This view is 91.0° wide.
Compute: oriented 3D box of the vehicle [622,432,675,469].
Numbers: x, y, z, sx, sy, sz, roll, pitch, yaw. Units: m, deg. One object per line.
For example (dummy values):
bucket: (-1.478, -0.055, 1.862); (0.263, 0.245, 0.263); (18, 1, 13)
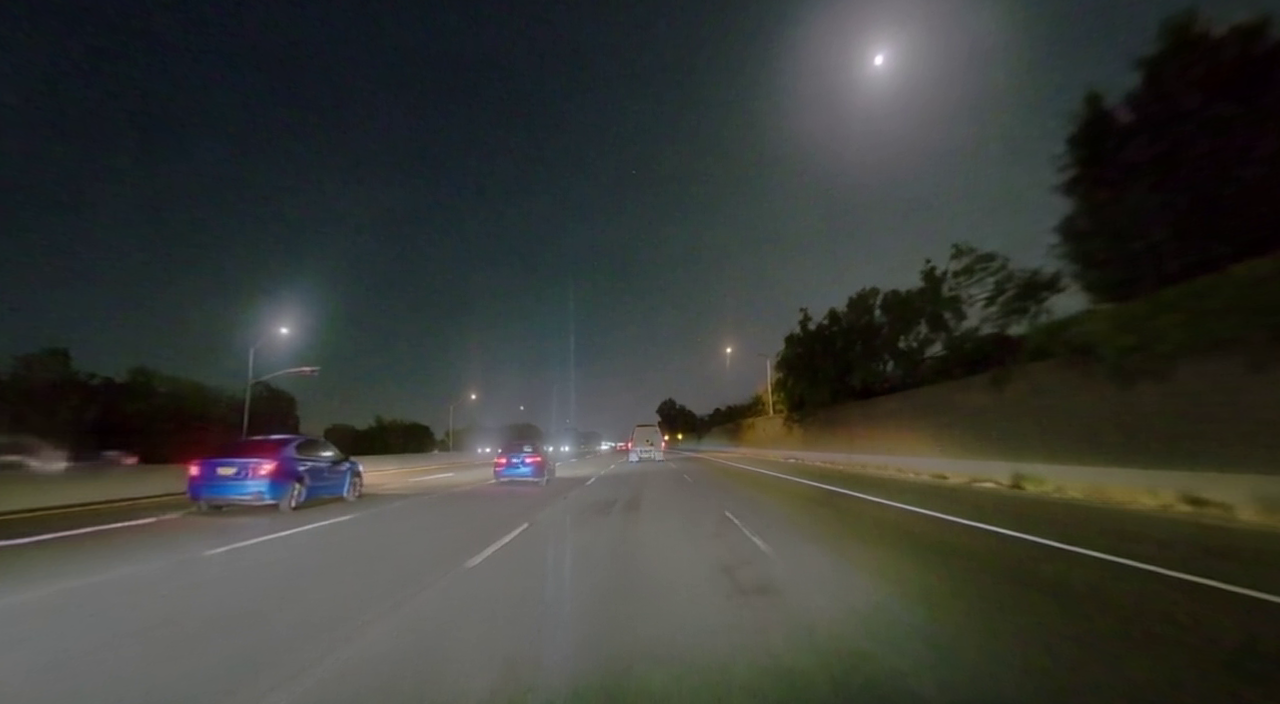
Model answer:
vehicle: (0.436, 5.728, 36.733); (2.856, 1.994, 4.931); (0, -8, -1)

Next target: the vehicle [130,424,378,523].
vehicle: (-7.620, 2.435, 13.210); (2.189, 1.673, 4.699); (0, -8, 0)

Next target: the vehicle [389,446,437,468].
vehicle: (-17.245, 7.991, 48.052); (1.834, 1.546, 4.518); (0, -9, 1)

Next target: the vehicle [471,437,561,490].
vehicle: (-3.811, 3.510, 20.187); (2.000, 1.512, 4.371); (0, -8, 0)
